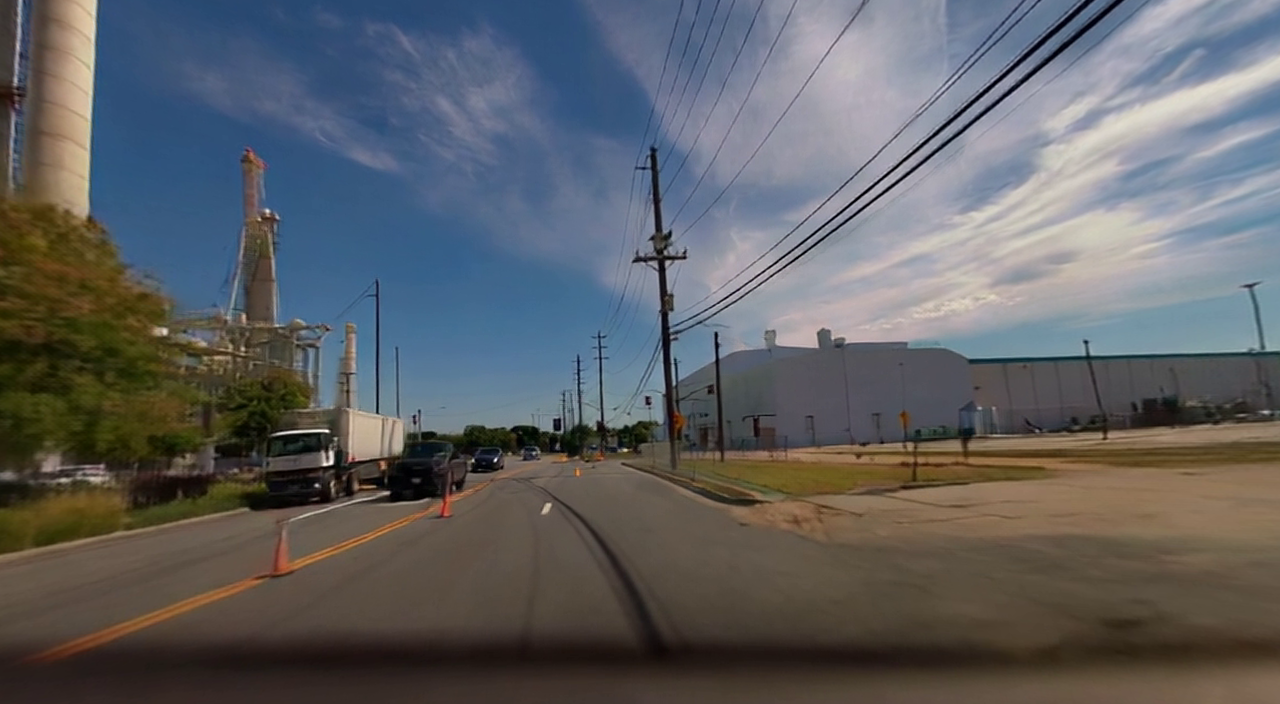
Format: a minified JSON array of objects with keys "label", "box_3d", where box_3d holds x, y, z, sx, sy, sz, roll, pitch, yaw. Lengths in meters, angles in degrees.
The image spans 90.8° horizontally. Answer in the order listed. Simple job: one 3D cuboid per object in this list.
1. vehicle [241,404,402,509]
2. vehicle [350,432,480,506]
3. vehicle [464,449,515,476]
[{"label":"vehicle","box_3d":[-11.087,3.740,23.030,2.905,3.133,7.675,1,-9,-9]},{"label":"vehicle","box_3d":[-6.299,3.337,18.497,2.282,1.809,5.297,0,-9,-5]},{"label":"vehicle","box_3d":[-8.913,6.575,37.894,2.117,1.484,4.544,0,-9,-3]}]
